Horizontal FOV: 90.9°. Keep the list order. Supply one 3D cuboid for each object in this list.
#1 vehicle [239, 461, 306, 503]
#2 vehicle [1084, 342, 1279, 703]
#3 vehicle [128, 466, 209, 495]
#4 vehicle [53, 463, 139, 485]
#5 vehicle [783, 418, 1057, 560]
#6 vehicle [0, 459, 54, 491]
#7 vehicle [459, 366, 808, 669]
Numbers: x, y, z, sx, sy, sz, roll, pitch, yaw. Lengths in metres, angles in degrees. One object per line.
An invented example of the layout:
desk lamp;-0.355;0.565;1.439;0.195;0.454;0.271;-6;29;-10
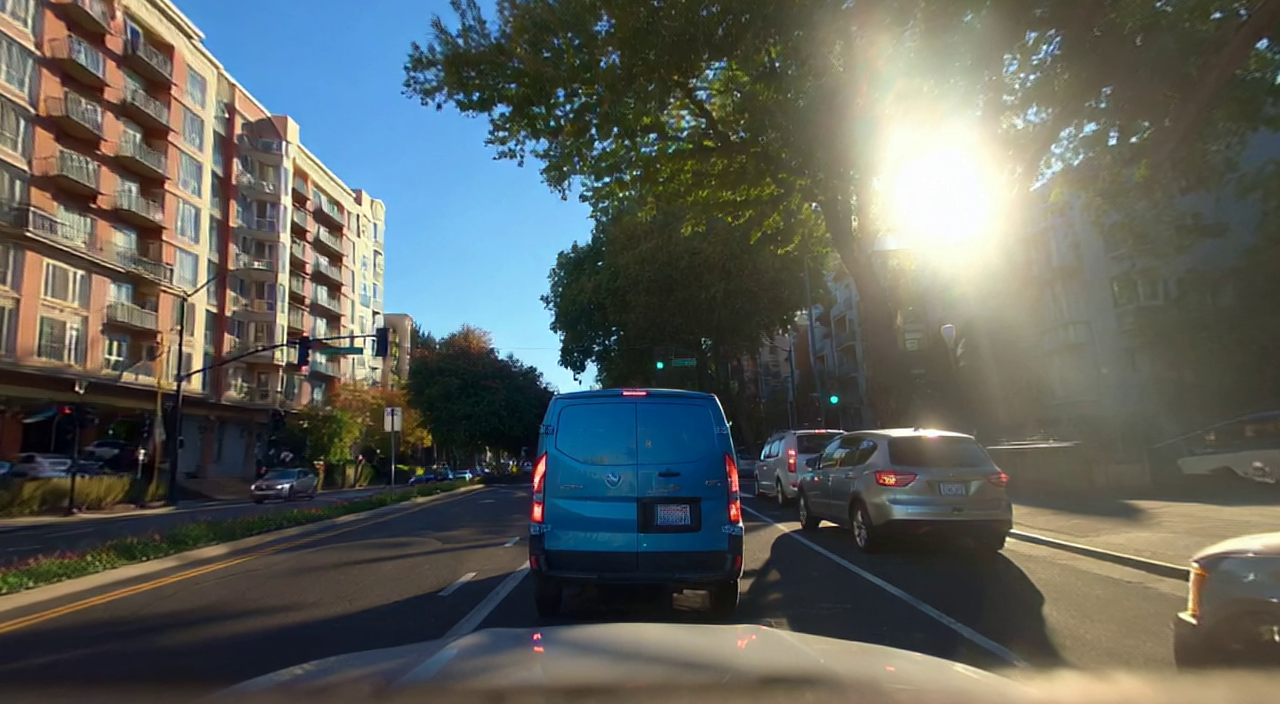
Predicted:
vehicle;-15.403;5.409;26.648;1.852;1.485;4.428;3;-9;-23
vehicle;3.810;0.693;1.742;2.157;1.748;4.130;0;-9;1
vehicle;-33.253;9.065;44.532;4.292;1.492;1.772;-6;-14;-1
vehicle;-38.458;8.630;44.638;4.396;1.458;1.809;-1;-9;2
vehicle;3.925;2.005;10.021;2.061;1.676;4.734;0;-9;-2
vehicle;-35.472;6.851;35.146;3.843;1.680;1.782;-1;-9;4
vehicle;-0.030;1.323;6.044;2.101;1.828;4.270;0;-9;0
